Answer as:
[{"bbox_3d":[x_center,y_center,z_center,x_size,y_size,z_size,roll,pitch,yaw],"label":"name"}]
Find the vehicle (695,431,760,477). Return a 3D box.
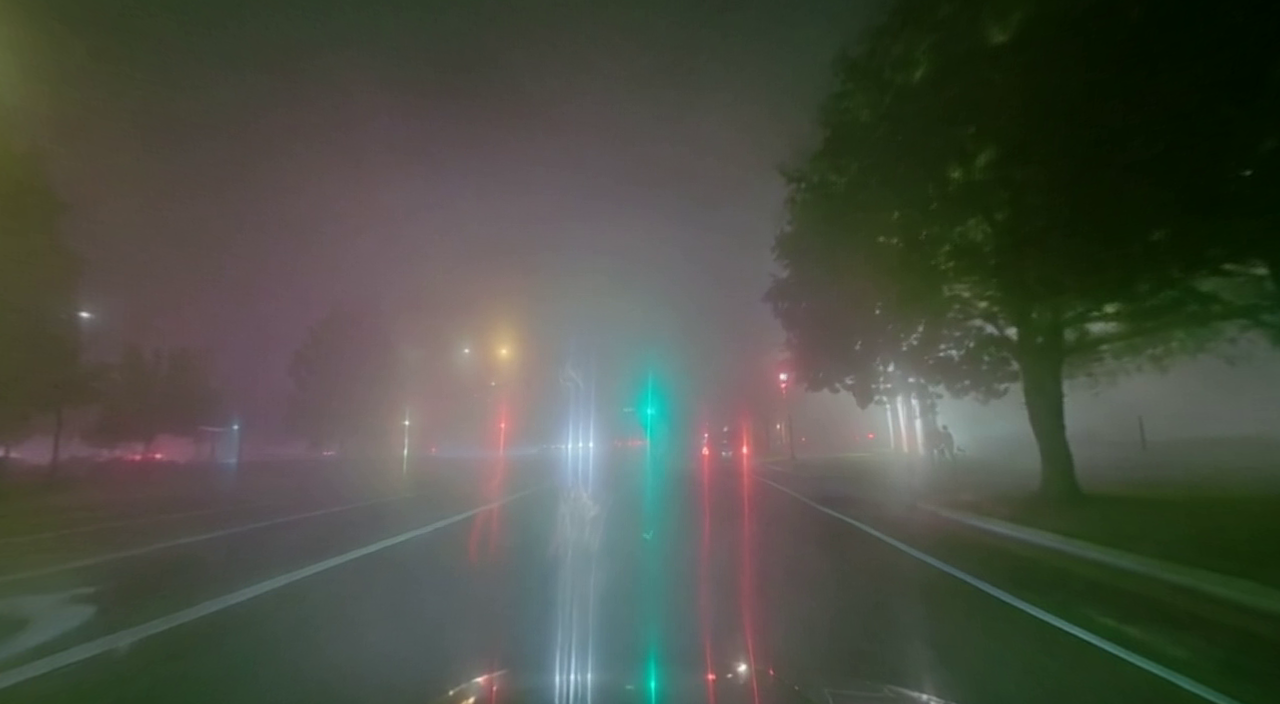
[{"bbox_3d":[3.388,4.060,25.312,2.230,1.683,4.204,-1,-8,3],"label":"vehicle"}]
